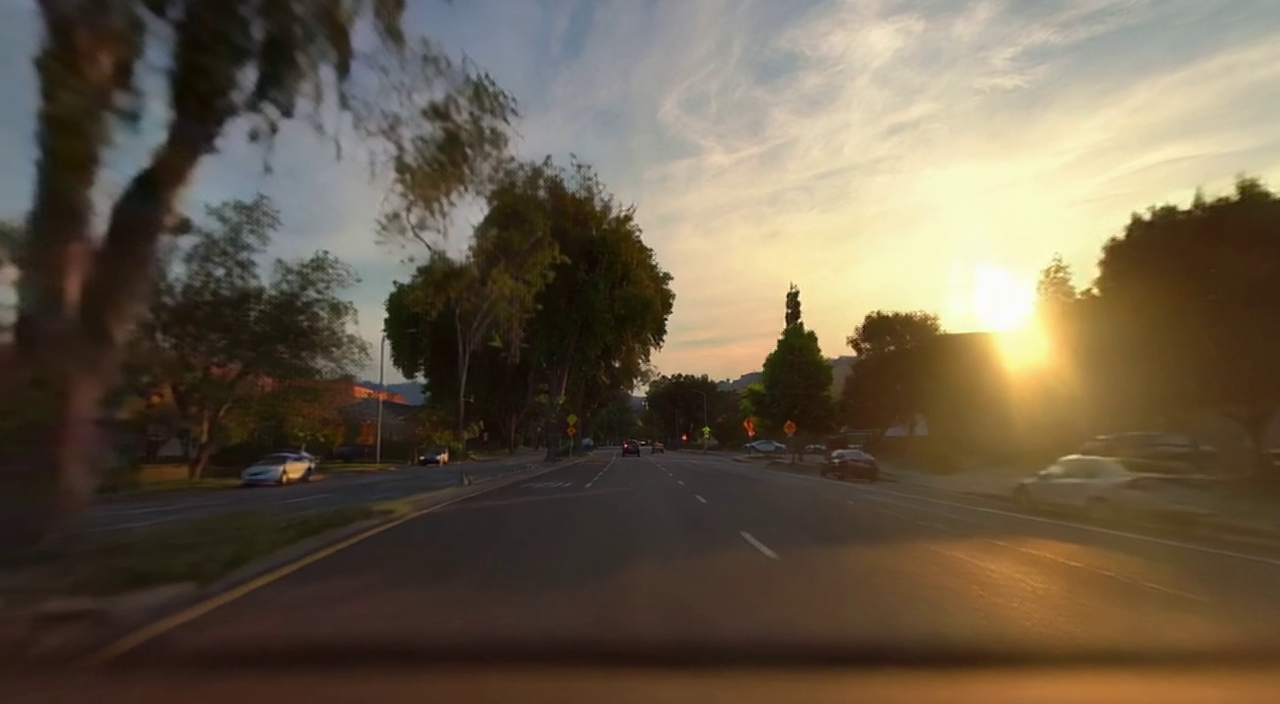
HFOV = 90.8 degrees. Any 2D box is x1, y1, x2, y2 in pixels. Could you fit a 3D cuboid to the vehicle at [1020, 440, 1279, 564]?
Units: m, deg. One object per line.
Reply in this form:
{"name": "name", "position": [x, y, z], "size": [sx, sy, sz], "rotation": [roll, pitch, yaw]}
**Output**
{"name": "vehicle", "position": [8.649, 2.148, 10.008], "size": [1.976, 1.462, 5.430], "rotation": [0, -8, 1]}

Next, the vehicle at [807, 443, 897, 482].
{"name": "vehicle", "position": [8.639, 4.512, 26.242], "size": [1.925, 1.454, 4.493], "rotation": [0, -8, -4]}

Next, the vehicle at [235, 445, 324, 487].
{"name": "vehicle", "position": [-18.368, 5.801, 32.484], "size": [1.994, 1.874, 4.502], "rotation": [-3, -8, -1]}
